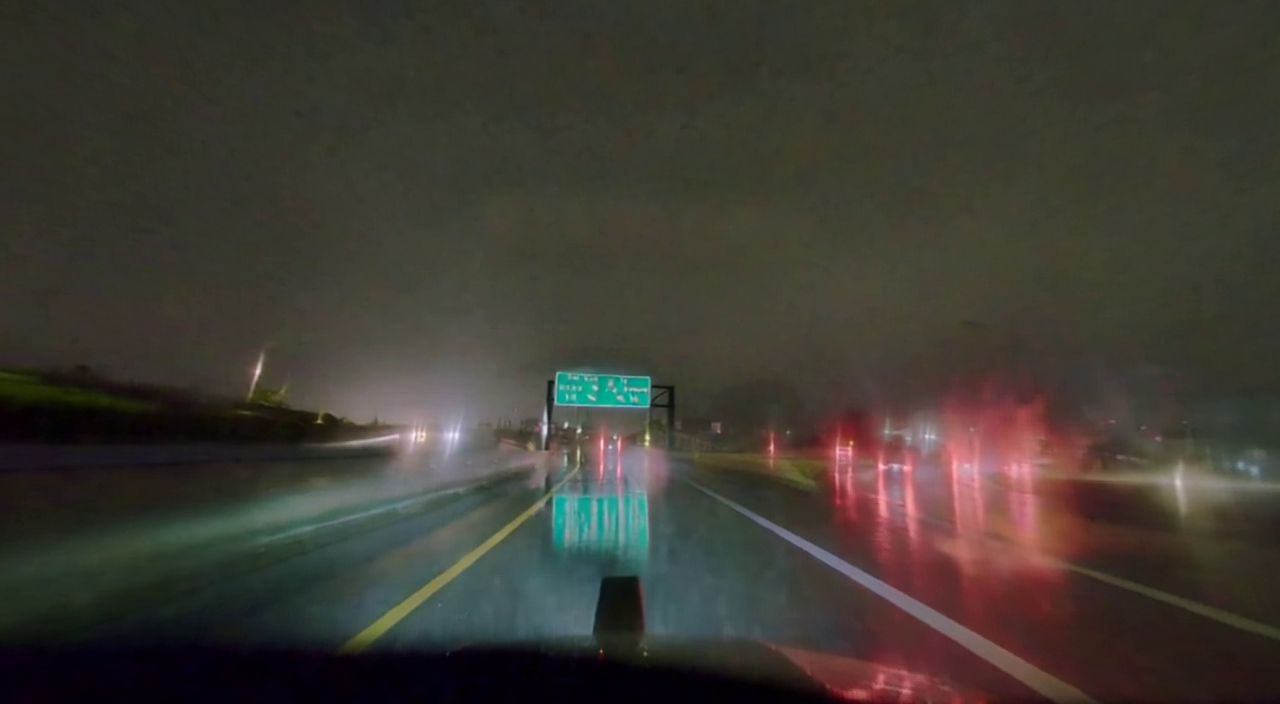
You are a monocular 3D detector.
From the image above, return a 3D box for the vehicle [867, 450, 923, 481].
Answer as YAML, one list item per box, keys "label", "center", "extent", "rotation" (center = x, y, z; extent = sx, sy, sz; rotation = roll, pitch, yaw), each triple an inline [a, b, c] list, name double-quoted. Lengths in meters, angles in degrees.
- label: "vehicle"
  center: [12.852, 5.694, 31.857]
  extent: [2.129, 1.444, 3.649]
  rotation: [-3, -9, 15]
